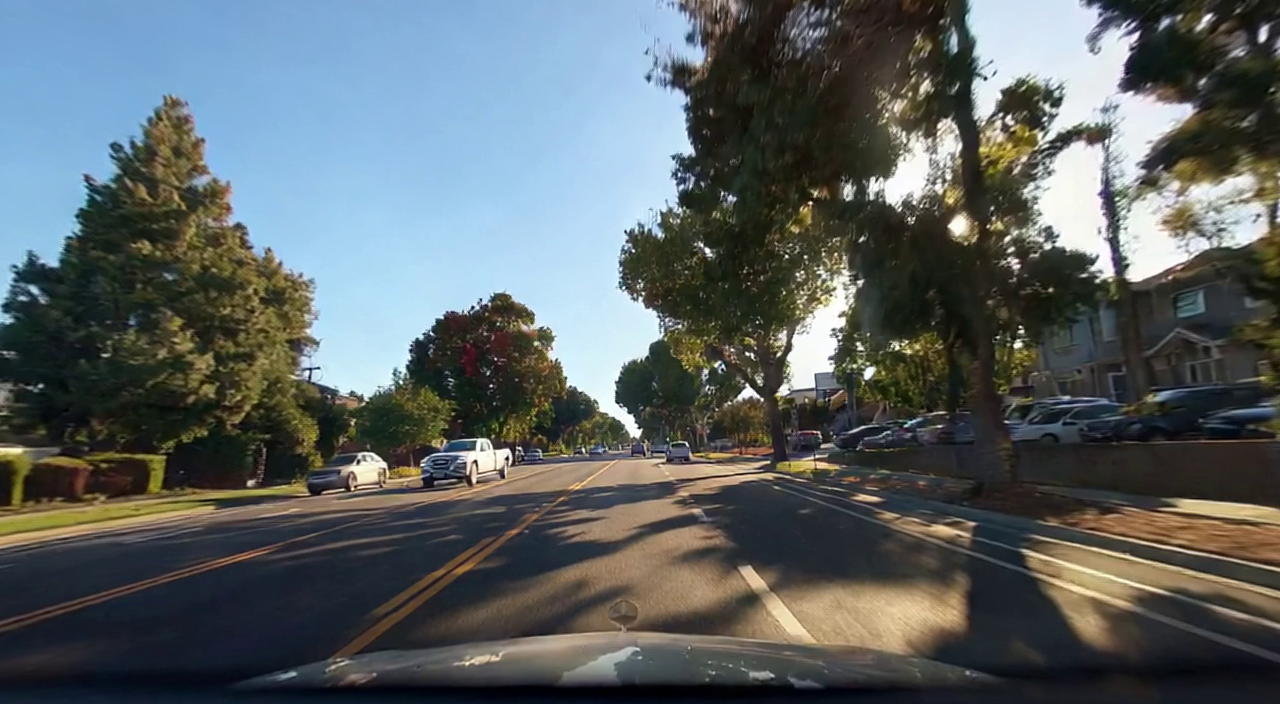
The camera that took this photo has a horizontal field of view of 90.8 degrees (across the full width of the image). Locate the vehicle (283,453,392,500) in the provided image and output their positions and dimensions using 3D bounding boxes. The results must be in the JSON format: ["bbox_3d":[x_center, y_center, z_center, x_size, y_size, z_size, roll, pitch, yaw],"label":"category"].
[{"bbox_3d":[-12.042,4.963,25.607,1.977,1.678,4.694,0,-9,2],"label":"vehicle"}]

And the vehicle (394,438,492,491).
[{"bbox_3d":[-6.838,3.950,22.517,1.944,1.655,4.607,0,-9,1],"label":"vehicle"}]
